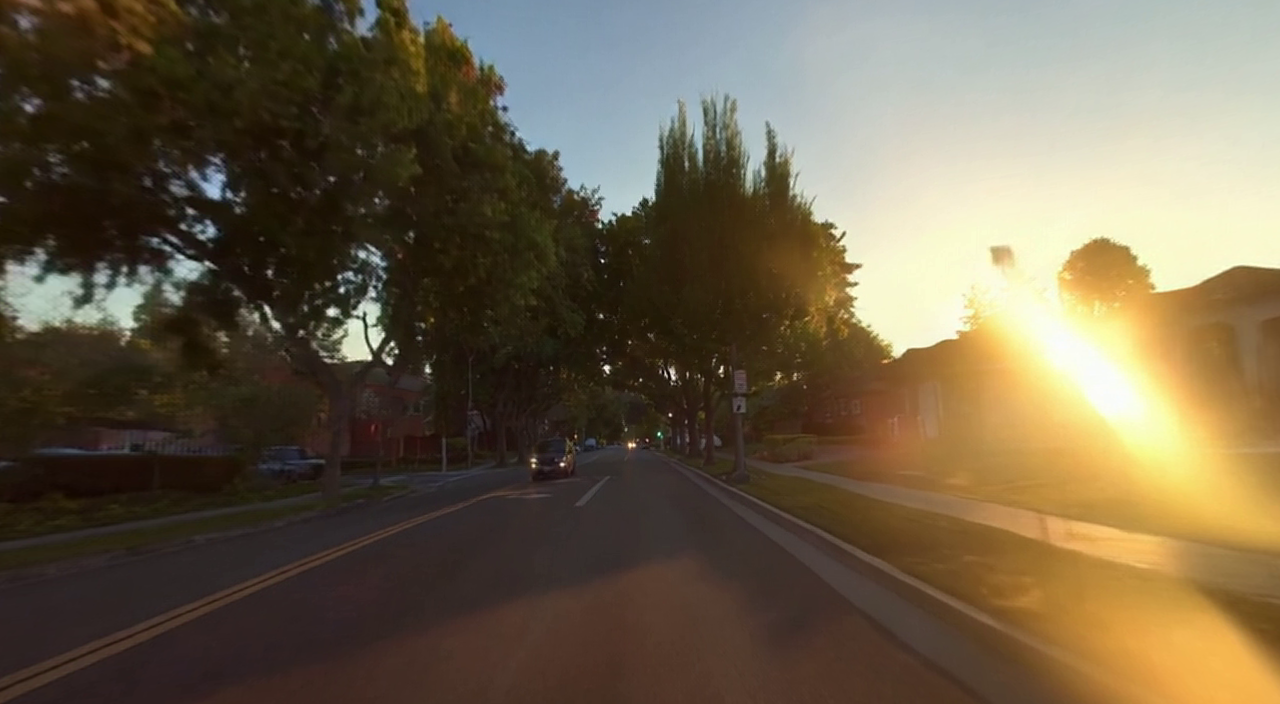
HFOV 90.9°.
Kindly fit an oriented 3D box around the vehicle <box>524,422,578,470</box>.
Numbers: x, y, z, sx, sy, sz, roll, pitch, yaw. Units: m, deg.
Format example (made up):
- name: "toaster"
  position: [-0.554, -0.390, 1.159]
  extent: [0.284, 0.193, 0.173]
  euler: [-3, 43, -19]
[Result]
- name: "vehicle"
  position: [-5.428, 5.847, 39.238]
  extent: [2.303, 2.760, 5.868]
  euler: [0, -9, 2]
